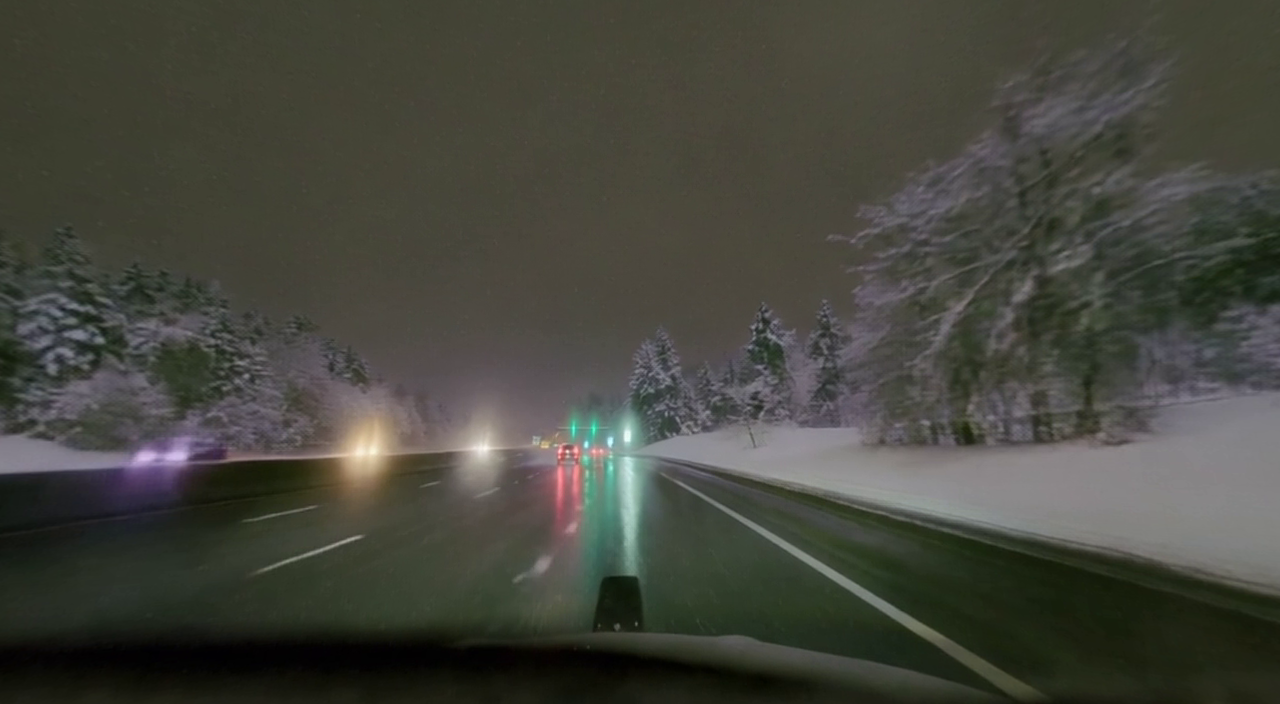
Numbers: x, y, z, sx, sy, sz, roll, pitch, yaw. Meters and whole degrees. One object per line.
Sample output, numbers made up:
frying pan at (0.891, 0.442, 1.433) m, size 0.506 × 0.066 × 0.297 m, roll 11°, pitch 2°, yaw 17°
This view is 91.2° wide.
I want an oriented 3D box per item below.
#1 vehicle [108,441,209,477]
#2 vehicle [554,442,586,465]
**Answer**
vehicle at (-20.110, 4.461, 26.356) m, size 1.748 × 1.391 × 3.284 m, roll 1°, pitch -8°, yaw -4°
vehicle at (-5.283, 7.699, 47.706) m, size 2.248 × 1.619 × 3.848 m, roll 0°, pitch -8°, yaw -4°
